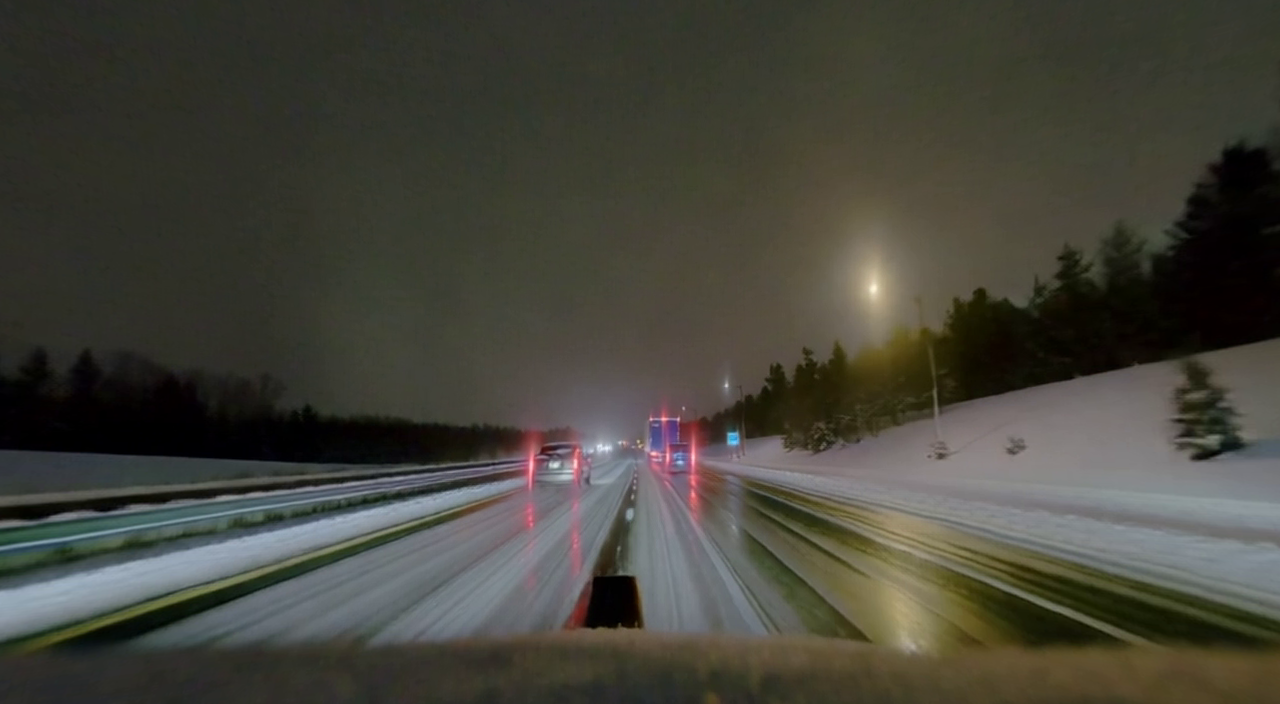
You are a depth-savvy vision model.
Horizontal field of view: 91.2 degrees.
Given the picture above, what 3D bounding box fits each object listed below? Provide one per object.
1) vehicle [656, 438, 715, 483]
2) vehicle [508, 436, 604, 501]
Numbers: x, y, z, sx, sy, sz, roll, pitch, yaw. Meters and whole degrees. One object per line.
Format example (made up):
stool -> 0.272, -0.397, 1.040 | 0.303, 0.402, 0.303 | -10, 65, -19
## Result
vehicle -> 1.826, 4.568, 26.594 | 2.230, 1.715, 4.243 | 0, -9, 0
vehicle -> -2.297, 3.364, 18.540 | 2.181, 1.653, 4.691 | 0, -9, 0
